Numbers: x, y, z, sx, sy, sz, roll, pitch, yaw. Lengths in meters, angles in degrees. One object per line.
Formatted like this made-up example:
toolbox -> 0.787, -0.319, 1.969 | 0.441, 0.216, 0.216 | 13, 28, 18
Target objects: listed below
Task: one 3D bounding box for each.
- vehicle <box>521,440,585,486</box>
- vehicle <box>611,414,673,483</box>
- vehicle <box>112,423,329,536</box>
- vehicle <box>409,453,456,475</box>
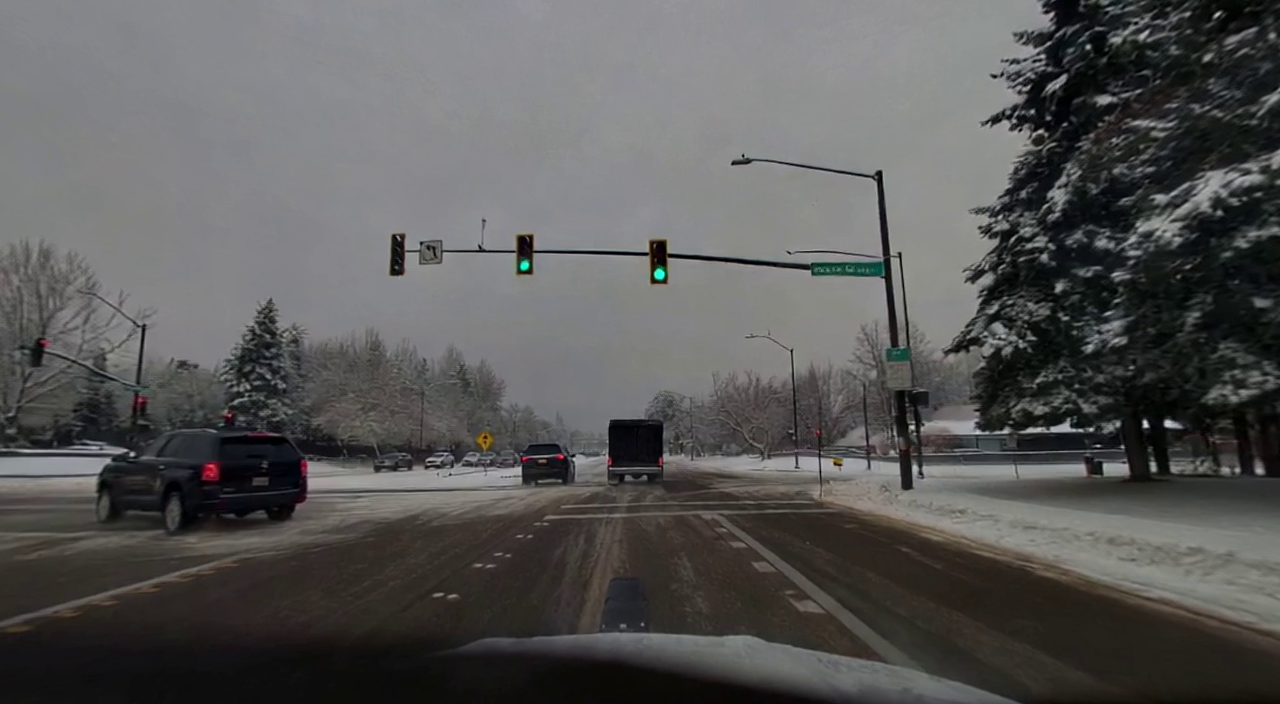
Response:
vehicle -> -3.728, 4.825, 27.884 | 2.184, 1.830, 4.890 | 0, -8, 0
vehicle -> -0.032, 5.180, 34.095 | 2.843, 3.120, 10.422 | 0, -8, -1
vehicle -> -7.911, 2.402, 12.513 | 2.021, 1.798, 4.346 | 2, -9, -12
vehicle -> -16.365, 8.830, 49.971 | 2.022, 1.442, 4.853 | -4, -9, 1
